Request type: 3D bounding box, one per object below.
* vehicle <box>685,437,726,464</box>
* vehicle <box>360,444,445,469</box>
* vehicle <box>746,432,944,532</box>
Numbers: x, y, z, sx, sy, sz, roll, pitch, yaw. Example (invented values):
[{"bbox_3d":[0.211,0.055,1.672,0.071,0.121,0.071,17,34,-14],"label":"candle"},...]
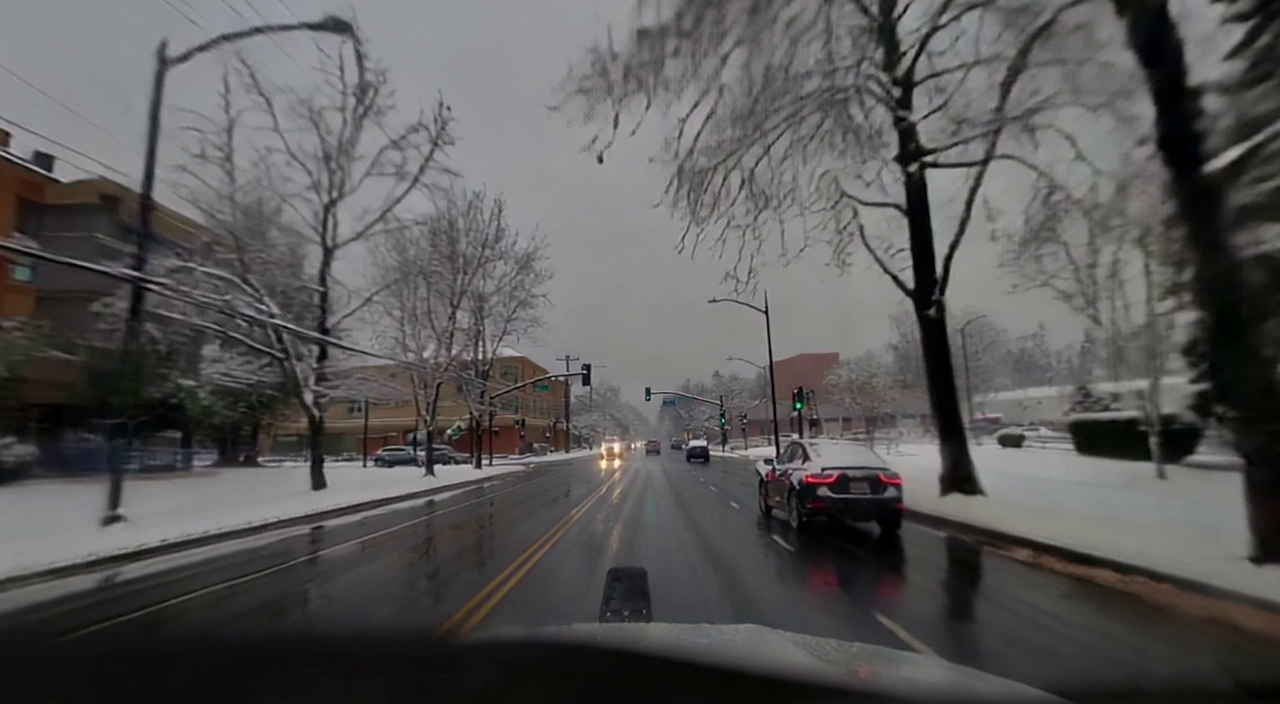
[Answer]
[{"bbox_3d":[3.987,6.120,39.117,2.035,1.564,4.719,0,-9,-1],"label":"vehicle"},{"bbox_3d":[-17.390,7.668,46.277,5.361,1.767,2.179,-1,-9,5],"label":"vehicle"},{"bbox_3d":[3.483,2.316,11.921,2.072,1.471,4.834,0,-9,-1],"label":"vehicle"}]
